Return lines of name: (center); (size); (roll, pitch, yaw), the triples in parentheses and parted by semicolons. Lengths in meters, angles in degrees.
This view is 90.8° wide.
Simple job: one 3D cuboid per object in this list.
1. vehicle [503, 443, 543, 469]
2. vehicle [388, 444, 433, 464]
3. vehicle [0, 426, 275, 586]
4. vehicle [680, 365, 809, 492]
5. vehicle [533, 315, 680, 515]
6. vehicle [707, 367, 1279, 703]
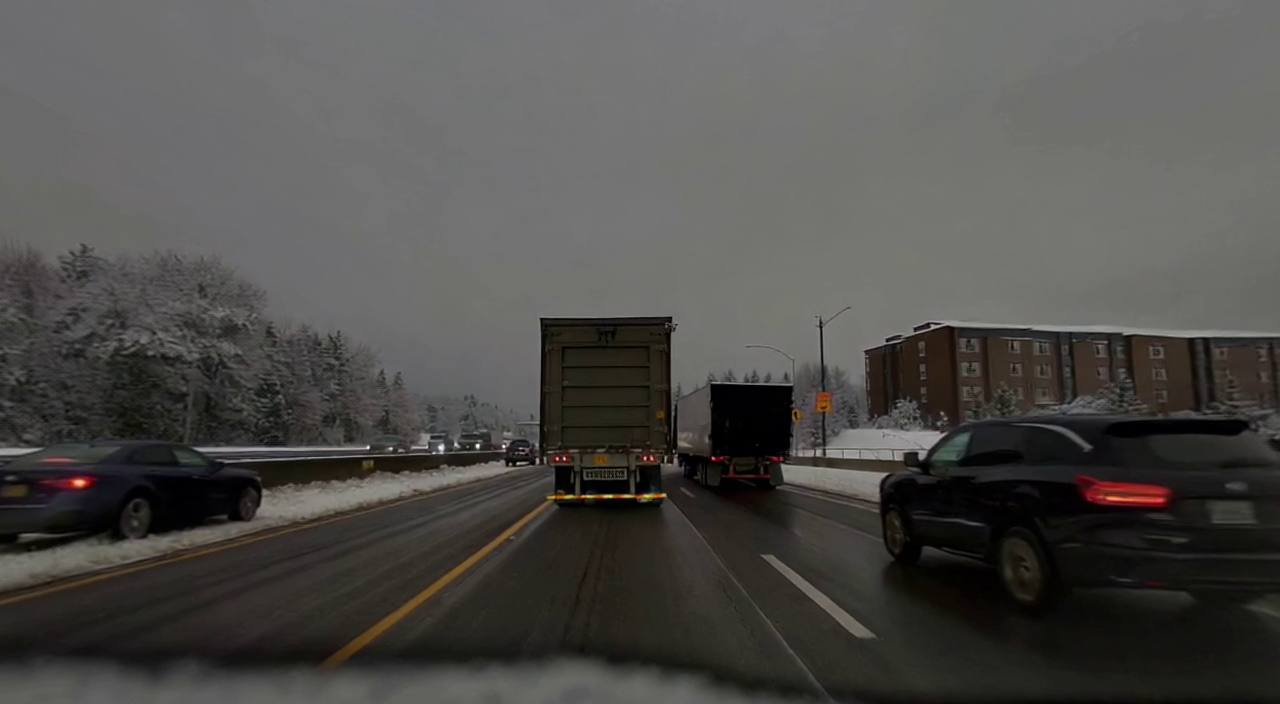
vehicle: (-8.289, 7.442, 45.247); (2.088, 1.726, 4.545); (0, -9, -2)
vehicle: (-17.395, 7.748, 48.111); (1.918, 1.450, 4.441); (0, -9, -3)
vehicle: (-6.958, 1.739, 7.855); (1.973, 1.471, 4.779); (0, -9, 0)
vehicle: (3.158, 2.734, 21.776); (2.669, 3.491, 8.645); (0, -9, -2)
vehicle: (-0.715, 2.037, 18.169); (2.906, 4.040, 10.743); (0, -9, 0)
vehicle: (3.424, 2.136, 10.267); (2.869, 1.940, 14.755); (0, -9, -1)
